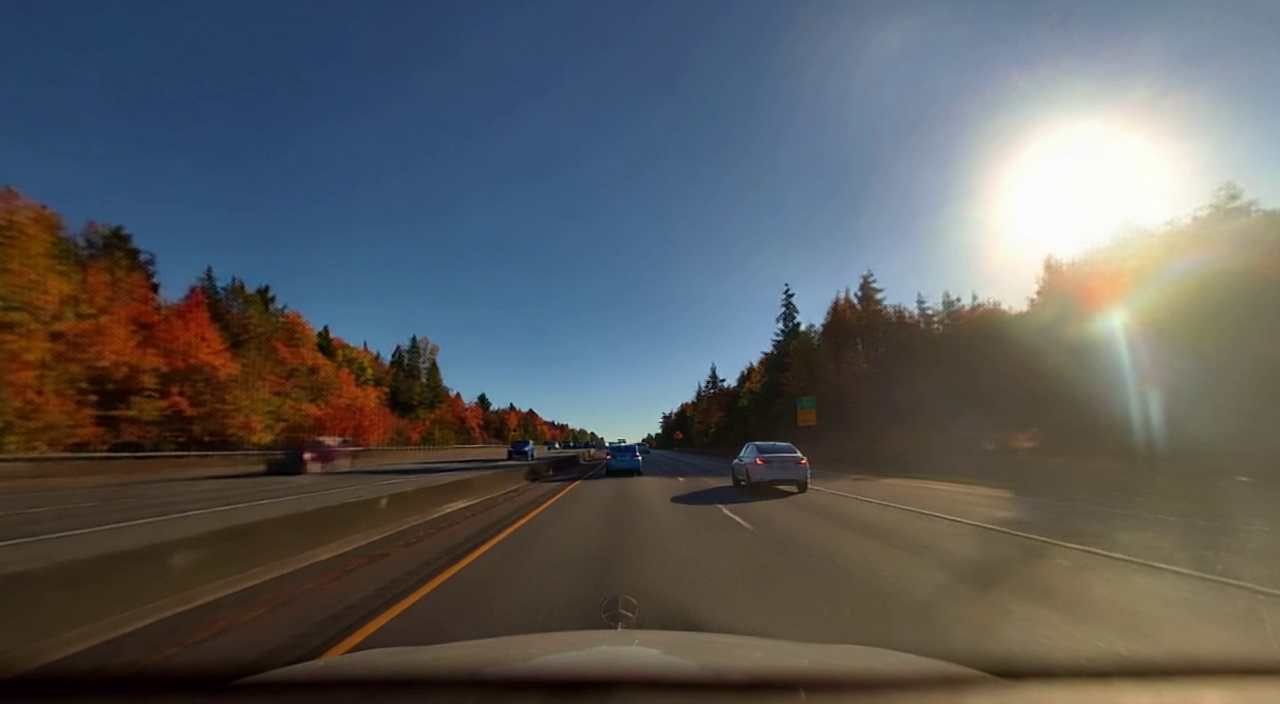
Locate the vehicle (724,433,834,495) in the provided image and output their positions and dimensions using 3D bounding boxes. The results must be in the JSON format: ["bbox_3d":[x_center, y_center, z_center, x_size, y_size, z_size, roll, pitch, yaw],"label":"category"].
[{"bbox_3d":[3.902,3.247,18.439,2.300,1.595,4.144,-1,-9,0],"label":"vehicle"}]

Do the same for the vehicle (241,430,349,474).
[{"bbox_3d":[-14.175,4.143,26.103,1.954,1.642,4.540,0,-9,-1],"label":"vehicle"}]

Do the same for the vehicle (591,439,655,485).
[{"bbox_3d":[-0.582,4.032,23.211,2.128,1.516,4.410,0,-9,0],"label":"vehicle"}]
